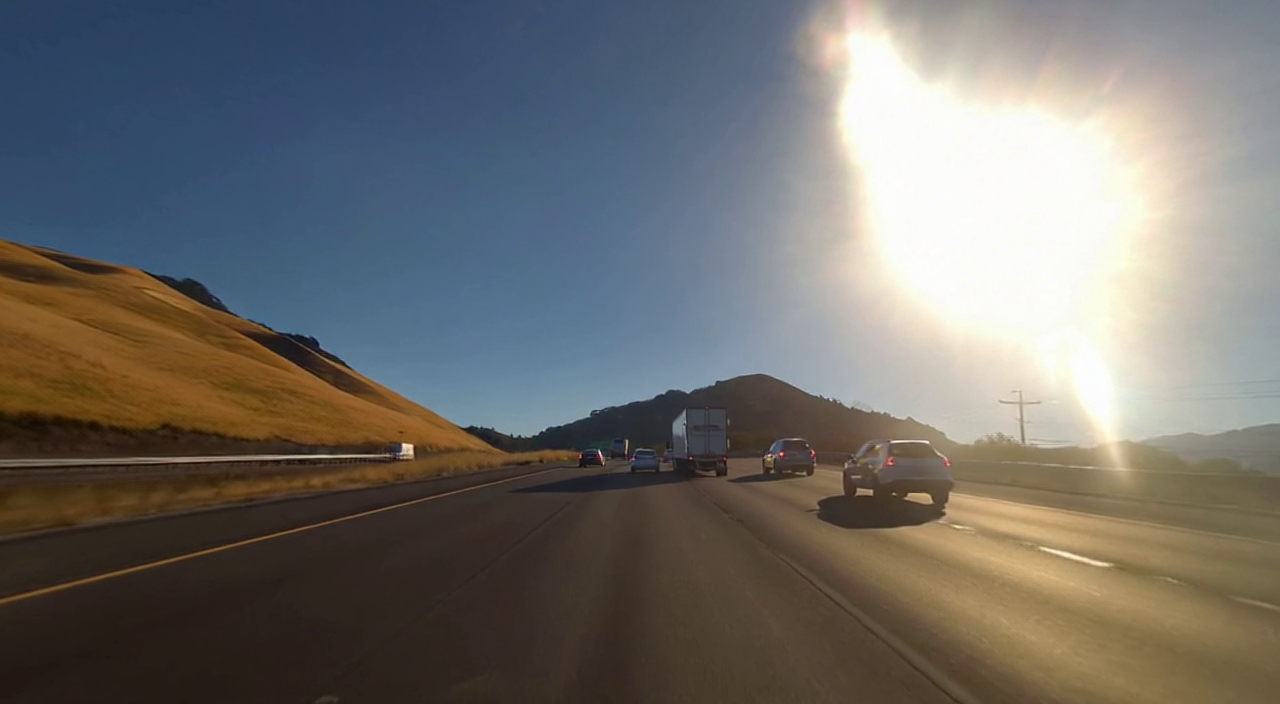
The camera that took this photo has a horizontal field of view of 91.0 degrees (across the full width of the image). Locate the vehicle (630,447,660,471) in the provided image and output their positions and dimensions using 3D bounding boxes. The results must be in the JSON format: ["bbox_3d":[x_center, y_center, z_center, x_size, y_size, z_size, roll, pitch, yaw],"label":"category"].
[{"bbox_3d":[0.329,6.908,40.864,1.866,1.492,3.932,0,-9,0],"label":"vehicle"}]

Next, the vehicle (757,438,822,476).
[{"bbox_3d":[7.586,5.364,32.446,2.143,1.775,4.729,0,-9,0],"label":"vehicle"}]

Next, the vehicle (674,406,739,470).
[{"bbox_3d":[4.049,5.699,41.318,3.130,3.607,11.129,0,-9,0],"label":"vehicle"}]

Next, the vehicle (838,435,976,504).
[{"bbox_3d":[7.299,3.239,17.813,2.044,1.676,4.421,0,-9,1],"label":"vehicle"}]

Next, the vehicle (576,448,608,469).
[{"bbox_3d":[-3.592,8.058,47.913,2.132,1.506,4.256,0,-9,0],"label":"vehicle"}]
